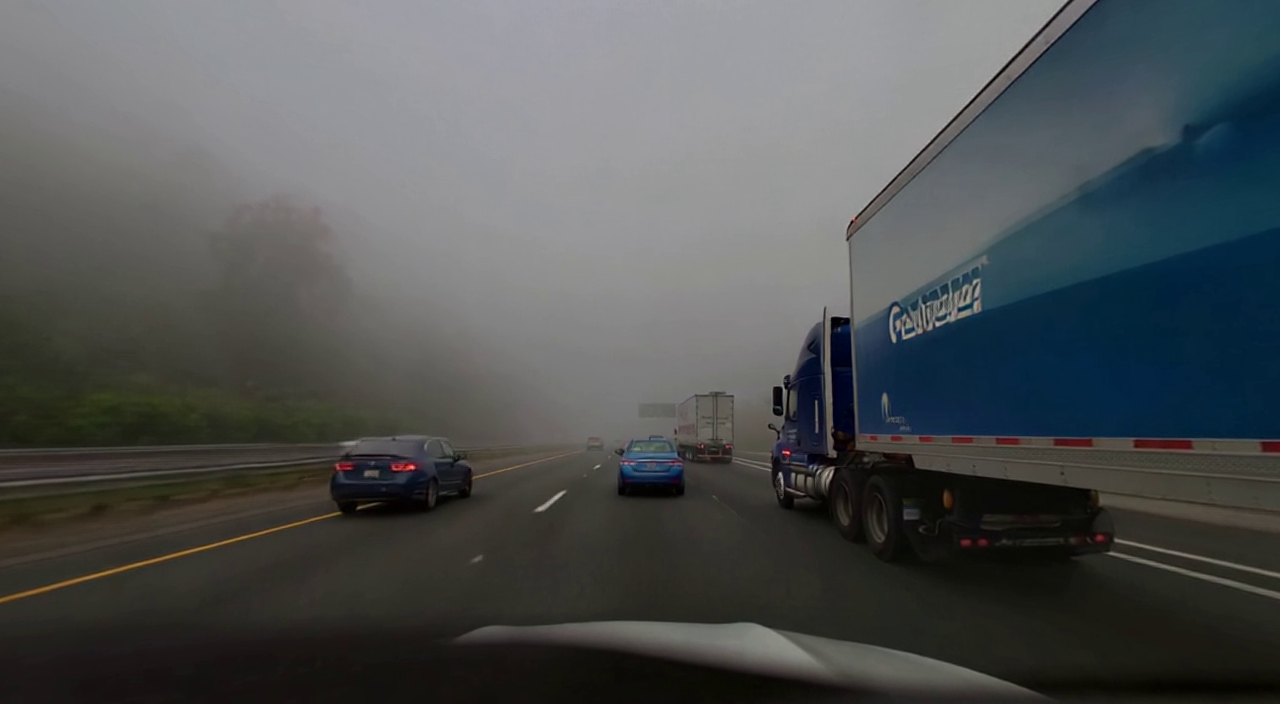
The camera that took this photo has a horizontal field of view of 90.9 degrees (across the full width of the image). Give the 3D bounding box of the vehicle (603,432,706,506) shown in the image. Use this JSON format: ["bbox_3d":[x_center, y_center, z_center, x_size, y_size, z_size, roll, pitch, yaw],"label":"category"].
[{"bbox_3d":[0.278,2.545,14.254,2.021,1.435,3.611,0,-8,0],"label":"vehicle"}]

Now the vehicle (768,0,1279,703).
[{"bbox_3d":[4.218,0.138,6.120,2.816,4.070,14.136,0,-8,-1],"label":"vehicle"}]

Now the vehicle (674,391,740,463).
[{"bbox_3d":[4.159,5.149,42.545,2.869,4.067,13.731,0,-8,0],"label":"vehicle"}]

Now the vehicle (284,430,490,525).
[{"bbox_3d":[-4.428,2.228,11.946,2.048,1.452,4.430,0,-8,0],"label":"vehicle"}]
